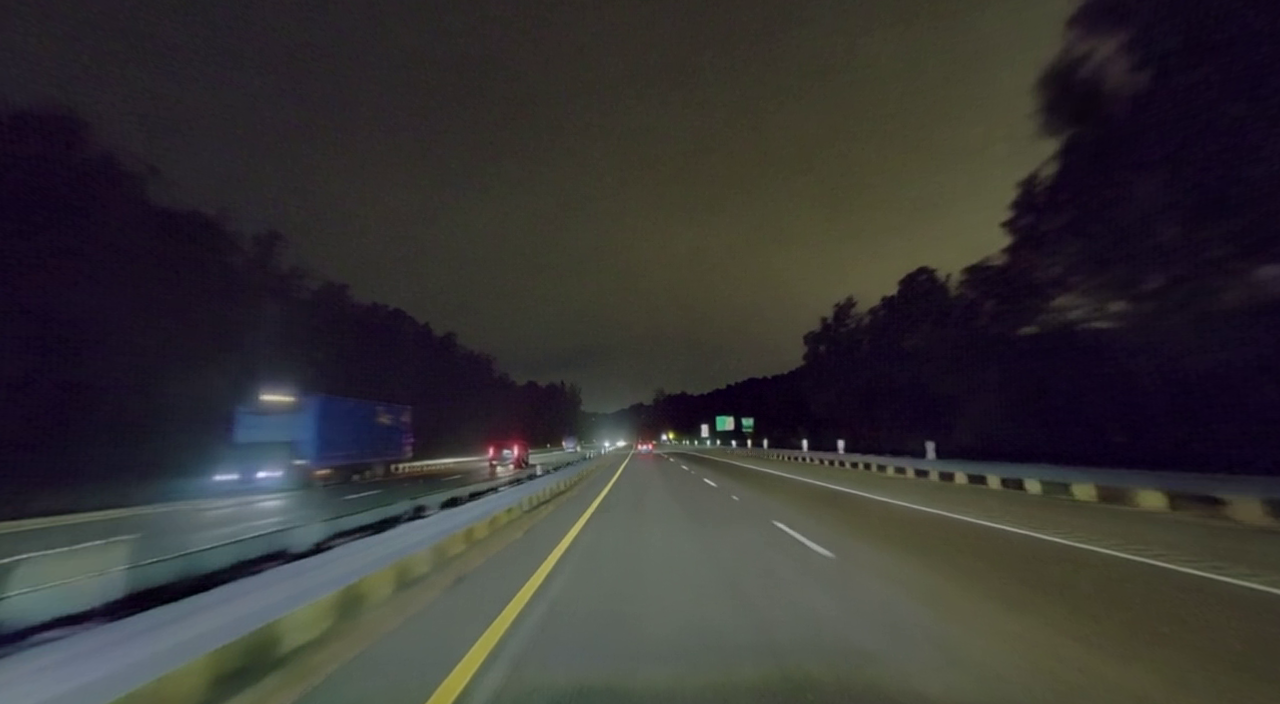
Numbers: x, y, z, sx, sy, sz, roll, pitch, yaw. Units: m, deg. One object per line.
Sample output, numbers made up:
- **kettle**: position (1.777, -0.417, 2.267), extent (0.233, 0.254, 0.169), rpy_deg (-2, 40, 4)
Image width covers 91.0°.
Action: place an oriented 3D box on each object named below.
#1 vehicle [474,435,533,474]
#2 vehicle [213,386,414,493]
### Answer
- **vehicle**: position (-7.122, 5.392, 33.292), extent (2.068, 1.897, 4.372), rpy_deg (0, -8, 1)
- **vehicle**: position (-14.836, 4.277, 30.594), extent (2.905, 4.091, 12.827), rpy_deg (0, -8, 0)
